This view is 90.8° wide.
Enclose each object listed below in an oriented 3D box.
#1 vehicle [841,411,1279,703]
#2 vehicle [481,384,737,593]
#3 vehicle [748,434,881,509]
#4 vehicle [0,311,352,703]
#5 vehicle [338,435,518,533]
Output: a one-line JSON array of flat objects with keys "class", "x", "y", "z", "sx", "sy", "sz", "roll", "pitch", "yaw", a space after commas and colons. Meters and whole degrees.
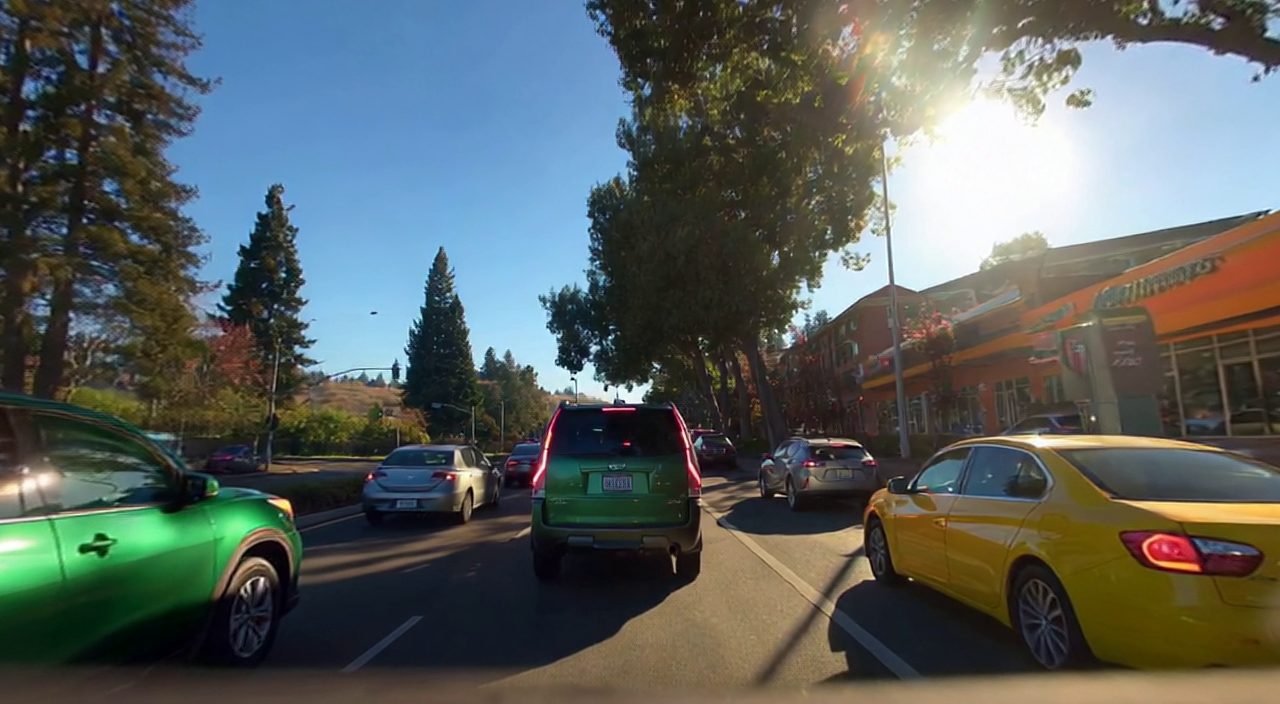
[{"class": "vehicle", "x": 3.372, "y": 1.356, "z": 5.252, "sx": 1.900, "sy": 1.477, "sz": 4.352, "roll": 0, "pitch": -9, "yaw": -1}, {"class": "vehicle", "x": -0.305, "y": 1.507, "z": 7.717, "sx": 2.238, "sy": 1.825, "sz": 4.190, "roll": 0, "pitch": -9, "yaw": -1}, {"class": "vehicle", "x": 3.937, "y": 2.768, "z": 15.078, "sx": 1.875, "sy": 1.521, "sz": 4.192, "roll": 0, "pitch": -9, "yaw": -2}, {"class": "vehicle", "x": -3.604, "y": 0.879, "z": 3.129, "sx": 2.231, "sy": 1.853, "sz": 4.461, "roll": 0, "pitch": -9, "yaw": 0}, {"class": "vehicle", "x": -3.585, "y": 2.298, "z": 11.605, "sx": 1.849, "sy": 1.451, "sz": 4.218, "roll": 0, "pitch": -9, "yaw": 0}]
